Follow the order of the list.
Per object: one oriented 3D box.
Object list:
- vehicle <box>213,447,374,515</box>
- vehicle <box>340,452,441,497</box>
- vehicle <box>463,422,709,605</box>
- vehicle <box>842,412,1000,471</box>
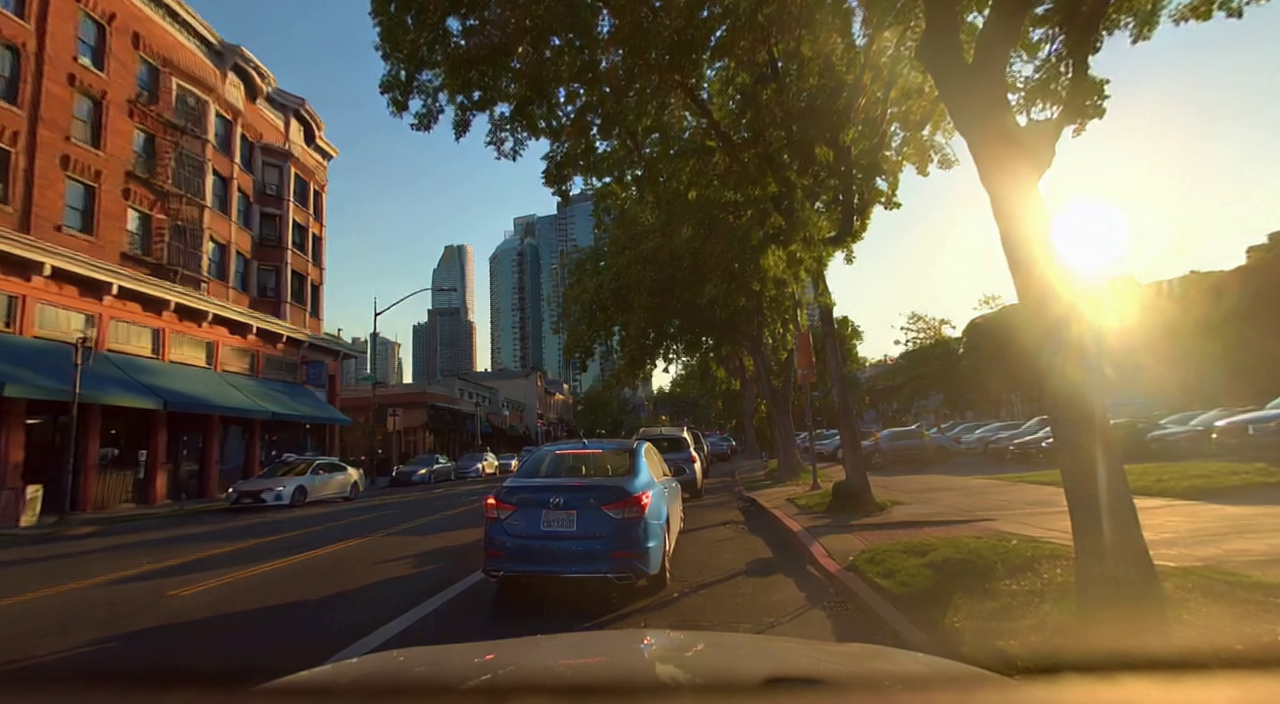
[{"bbox_3d":[-11.007,4.068,20.593,2.081,1.718,5.342,-6,-9,3],"label":"vehicle"},{"bbox_3d":[-10.259,5.032,26.284,1.826,1.432,4.556,-7,-9,8],"label":"vehicle"},{"bbox_3d":[-0.271,1.634,7.301,1.939,1.478,3.922,-1,-8,9],"label":"vehicle"},{"bbox_3d":[9.013,2.828,20.230,4.558,1.528,1.915,0,-8,-23],"label":"vehicle"}]
